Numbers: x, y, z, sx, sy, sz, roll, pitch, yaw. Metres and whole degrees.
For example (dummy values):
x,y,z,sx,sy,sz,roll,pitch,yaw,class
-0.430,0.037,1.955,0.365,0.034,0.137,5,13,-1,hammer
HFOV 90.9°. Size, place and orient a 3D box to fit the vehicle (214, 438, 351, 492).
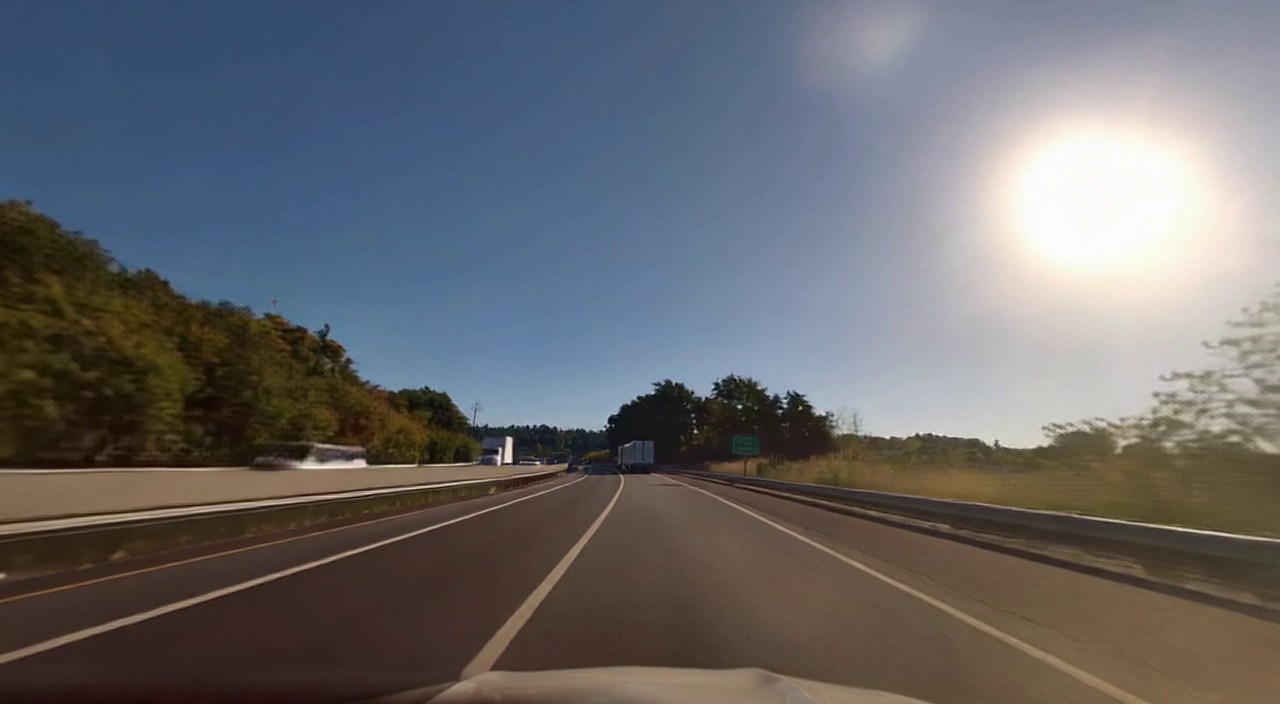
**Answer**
x,y,z,sx,sy,sz,roll,pitch,yaw,class
-12.091,3.913,21.717,2.159,1.622,4.230,1,-11,0,vehicle
